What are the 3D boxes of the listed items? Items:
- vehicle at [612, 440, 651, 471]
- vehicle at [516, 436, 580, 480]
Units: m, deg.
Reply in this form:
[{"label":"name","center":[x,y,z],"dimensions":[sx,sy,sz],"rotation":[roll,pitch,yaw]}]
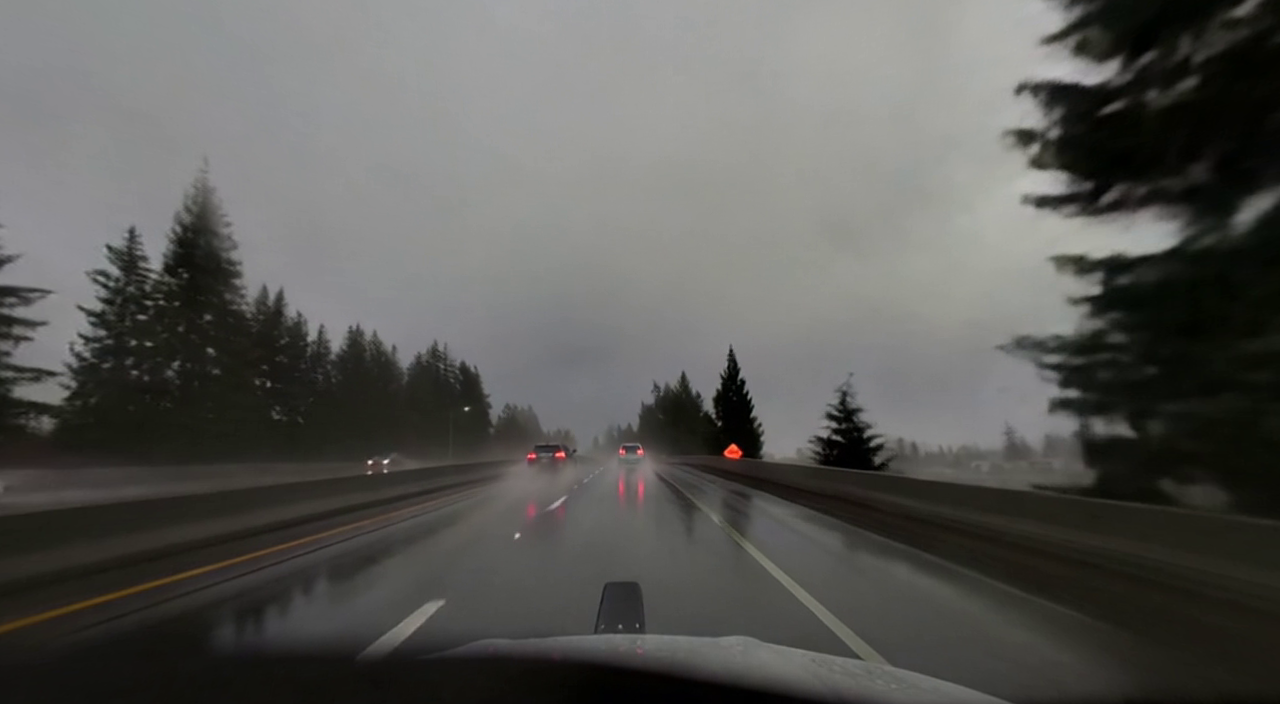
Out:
[{"label":"vehicle","center":[-0.512,5.974,36.503],"dimensions":[2.130,1.684,3.826],"rotation":[0,-8,-1]},{"label":"vehicle","center":[-3.917,4.612,27.648],"dimensions":[2.130,1.741,4.665],"rotation":[0,-8,0]}]
